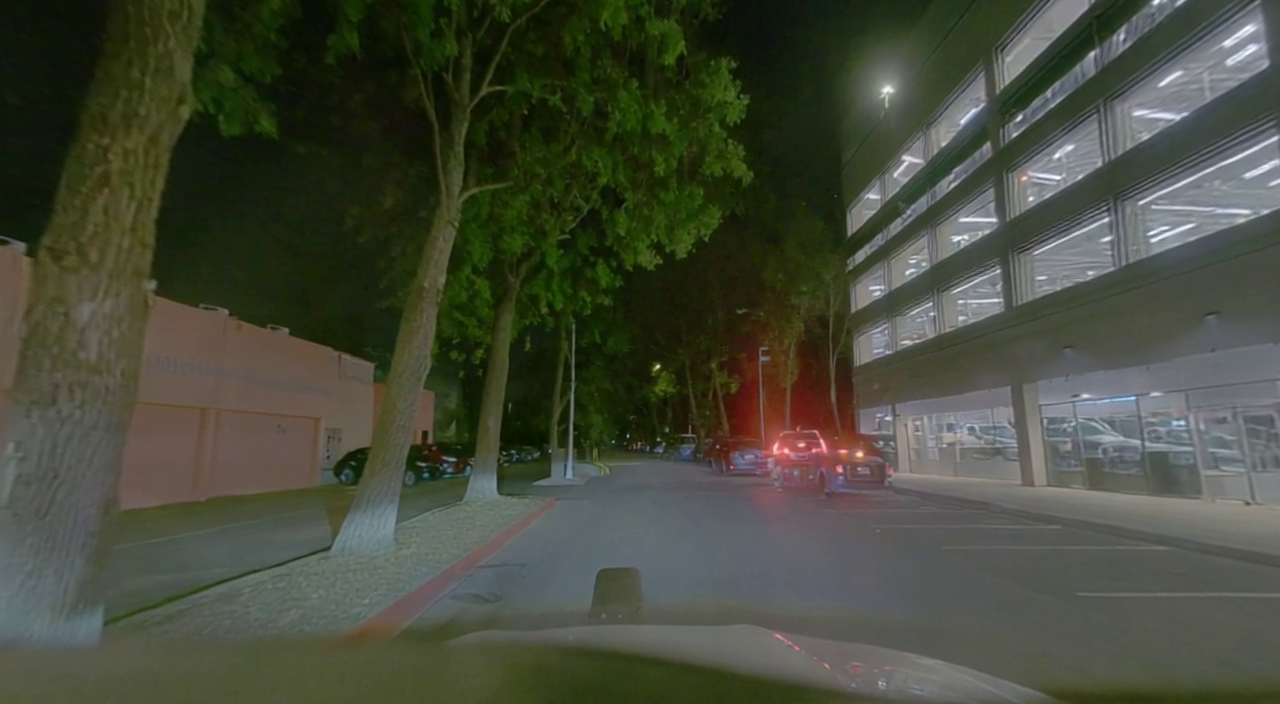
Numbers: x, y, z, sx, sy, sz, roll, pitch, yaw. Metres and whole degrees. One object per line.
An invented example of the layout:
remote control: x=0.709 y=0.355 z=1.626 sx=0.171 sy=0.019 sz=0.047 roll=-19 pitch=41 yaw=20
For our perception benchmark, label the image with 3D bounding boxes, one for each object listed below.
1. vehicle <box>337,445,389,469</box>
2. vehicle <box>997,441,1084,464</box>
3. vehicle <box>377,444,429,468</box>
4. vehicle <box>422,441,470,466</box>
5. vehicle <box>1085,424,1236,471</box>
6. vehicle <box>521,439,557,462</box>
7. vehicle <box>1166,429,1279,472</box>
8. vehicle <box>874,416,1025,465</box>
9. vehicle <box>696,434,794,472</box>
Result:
vehicle: x=-19.914 y=7.540 z=45.651 sx=1.880 sy=1.617 sz=3.870 roll=0 pitch=-8 yaw=2
vehicle: x=26.589 y=6.676 z=42.039 sx=4.558 sy=1.452 sz=1.790 roll=0 pitch=-8 yaw=-1
vehicle: x=-16.897 y=7.434 z=45.289 sx=1.850 sy=1.531 sz=4.256 roll=0 pitch=-8 yaw=4
vehicle: x=-14.037 y=7.372 z=45.965 sx=1.888 sy=1.657 sz=4.138 roll=0 pitch=-8 yaw=5
vehicle: x=25.816 y=4.746 z=31.484 sx=5.596 sy=2.168 sz=2.307 roll=2 pitch=-8 yaw=-4
vehicle: x=-7.540 y=7.402 z=47.592 sx=1.993 sy=1.640 sz=4.457 roll=0 pitch=-8 yaw=-1
vehicle: x=26.624 y=4.374 z=28.079 sx=4.591 sy=1.808 sz=2.016 roll=0 pitch=-9 yaw=0
vehicle: x=13.795 y=3.972 z=28.405 sx=5.540 sy=2.045 sz=2.259 roll=0 pitch=-8 yaw=-2
vehicle: x=5.226 y=4.978 z=31.307 sx=4.626 sy=1.723 sz=1.939 roll=5 pitch=-10 yaw=-33
